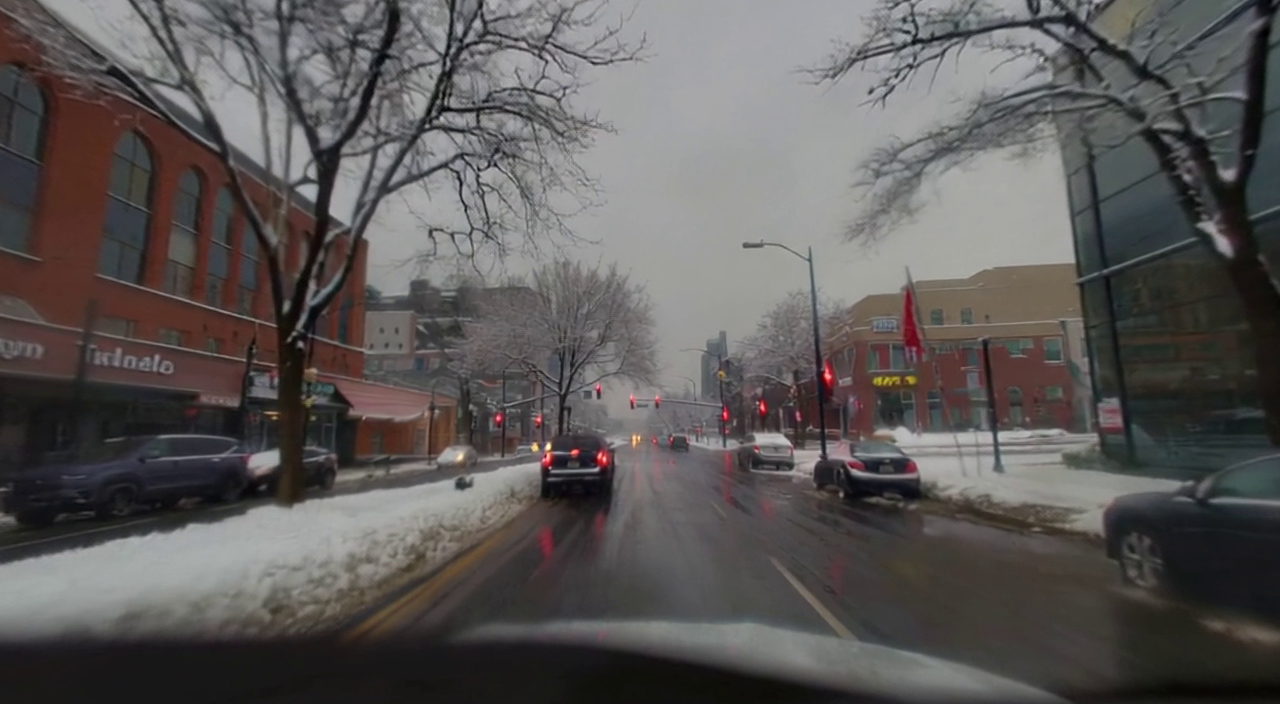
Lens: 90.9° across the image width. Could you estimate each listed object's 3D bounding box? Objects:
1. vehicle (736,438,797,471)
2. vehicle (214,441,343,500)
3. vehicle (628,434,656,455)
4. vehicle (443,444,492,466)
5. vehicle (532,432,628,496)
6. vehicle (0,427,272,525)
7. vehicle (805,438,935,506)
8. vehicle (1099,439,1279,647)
[{"bbox_3d":[6.017,4.947,30.570,1.956,1.446,4.537,0,-8,-1],"label":"vehicle"},{"bbox_3d":[-12.560,4.101,22.310,2.000,1.708,4.494,-3,-8,-1],"label":"vehicle"},{"bbox_3d":[0.111,7.325,49.910,2.102,1.521,4.078,0,-8,-2],"label":"vehicle"},{"bbox_3d":[-12.425,7.409,45.642,2.075,1.472,4.638,0,-8,2],"label":"vehicle"},{"bbox_3d":[-1.591,2.864,16.579,2.169,1.427,4.531,1,-8,-6],"label":"vehicle"},{"bbox_3d":[-12.586,3.056,16.302,2.384,2.044,6.030,0,-8,1],"label":"vehicle"},{"bbox_3d":[5.822,3.058,16.526,1.986,1.555,3.879,0,-8,1],"label":"vehicle"},{"bbox_3d":[5.769,1.354,4.226,1.961,1.533,4.473,0,-8,0],"label":"vehicle"}]
